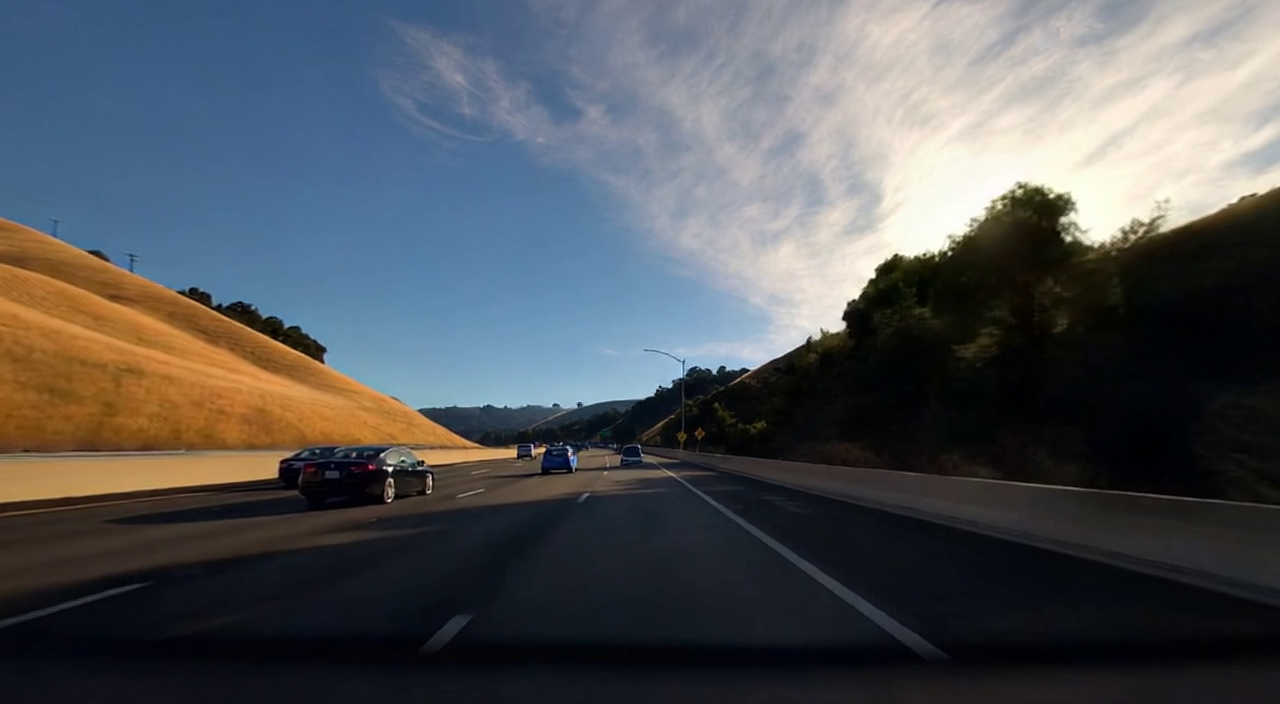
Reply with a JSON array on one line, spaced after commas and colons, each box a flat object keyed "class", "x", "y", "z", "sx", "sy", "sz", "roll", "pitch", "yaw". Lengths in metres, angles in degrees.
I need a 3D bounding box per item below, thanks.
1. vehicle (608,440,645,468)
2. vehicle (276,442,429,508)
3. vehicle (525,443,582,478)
[{"class": "vehicle", "x": -0.900, "y": 6.528, "z": 40.468, "sx": 2.225, "sy": 1.674, "sz": 4.044, "roll": 0, "pitch": -8, "yaw": -2}, {"class": "vehicle", "x": -7.106, "y": 3.044, "z": 16.182, "sx": 1.991, "sy": 1.441, "sz": 4.265, "roll": 0, "pitch": -8, "yaw": -1}, {"class": "vehicle", "x": -4.012, "y": 5.072, "z": 29.964, "sx": 2.144, "sy": 1.505, "sz": 4.649, "roll": 0, "pitch": -8, "yaw": -1}]
